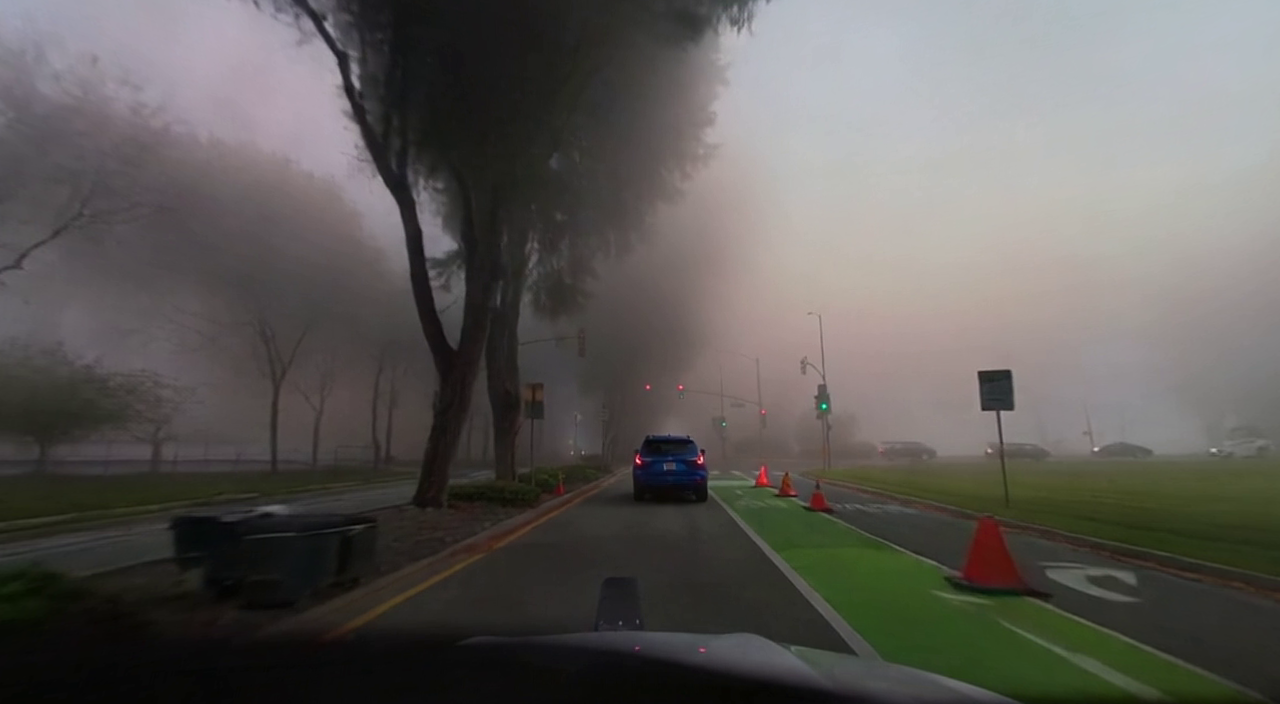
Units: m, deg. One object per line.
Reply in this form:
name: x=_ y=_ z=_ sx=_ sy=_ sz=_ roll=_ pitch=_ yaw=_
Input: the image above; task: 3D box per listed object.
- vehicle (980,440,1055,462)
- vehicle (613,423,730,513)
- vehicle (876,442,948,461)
vehicle: x=28.164 y=7.415 z=47.229 sx=4.343 sy=1.518 sz=1.845 roll=0 pitch=-10 yaw=-1
vehicle: x=0.682 y=2.675 z=15.043 sx=2.339 sy=1.790 sz=4.629 roll=0 pitch=-9 yaw=1
vehicle: x=20.346 y=7.474 z=47.334 sx=4.492 sy=1.422 sz=1.961 roll=0 pitch=-9 yaw=1
